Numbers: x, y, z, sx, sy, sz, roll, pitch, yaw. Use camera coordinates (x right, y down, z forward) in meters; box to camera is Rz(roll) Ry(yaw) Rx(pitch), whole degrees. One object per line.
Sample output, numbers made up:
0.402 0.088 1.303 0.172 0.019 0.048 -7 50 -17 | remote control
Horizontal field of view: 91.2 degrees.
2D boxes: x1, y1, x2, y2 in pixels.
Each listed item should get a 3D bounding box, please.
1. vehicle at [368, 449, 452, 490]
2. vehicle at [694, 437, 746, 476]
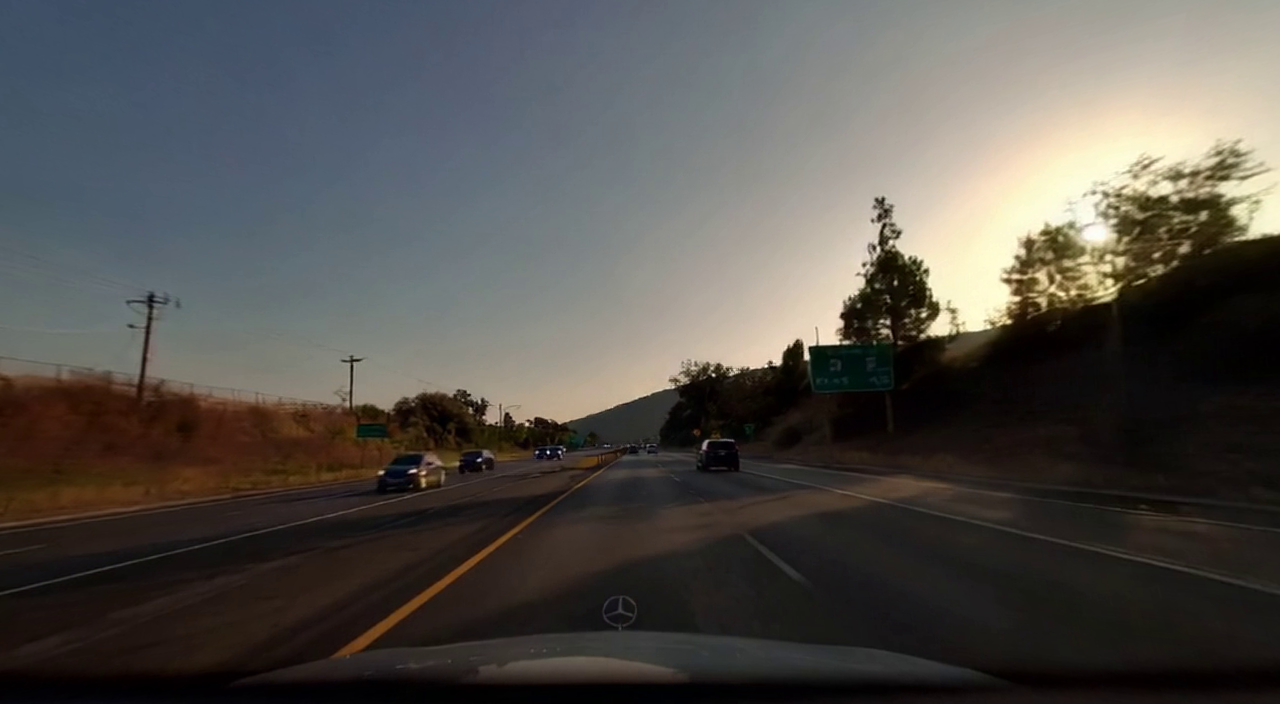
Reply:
-9.771 5.016 27.058 1.967 1.569 4.519 0 -9 -1 | vehicle
3.536 4.675 28.287 1.972 1.614 4.025 -1 -9 2 | vehicle
